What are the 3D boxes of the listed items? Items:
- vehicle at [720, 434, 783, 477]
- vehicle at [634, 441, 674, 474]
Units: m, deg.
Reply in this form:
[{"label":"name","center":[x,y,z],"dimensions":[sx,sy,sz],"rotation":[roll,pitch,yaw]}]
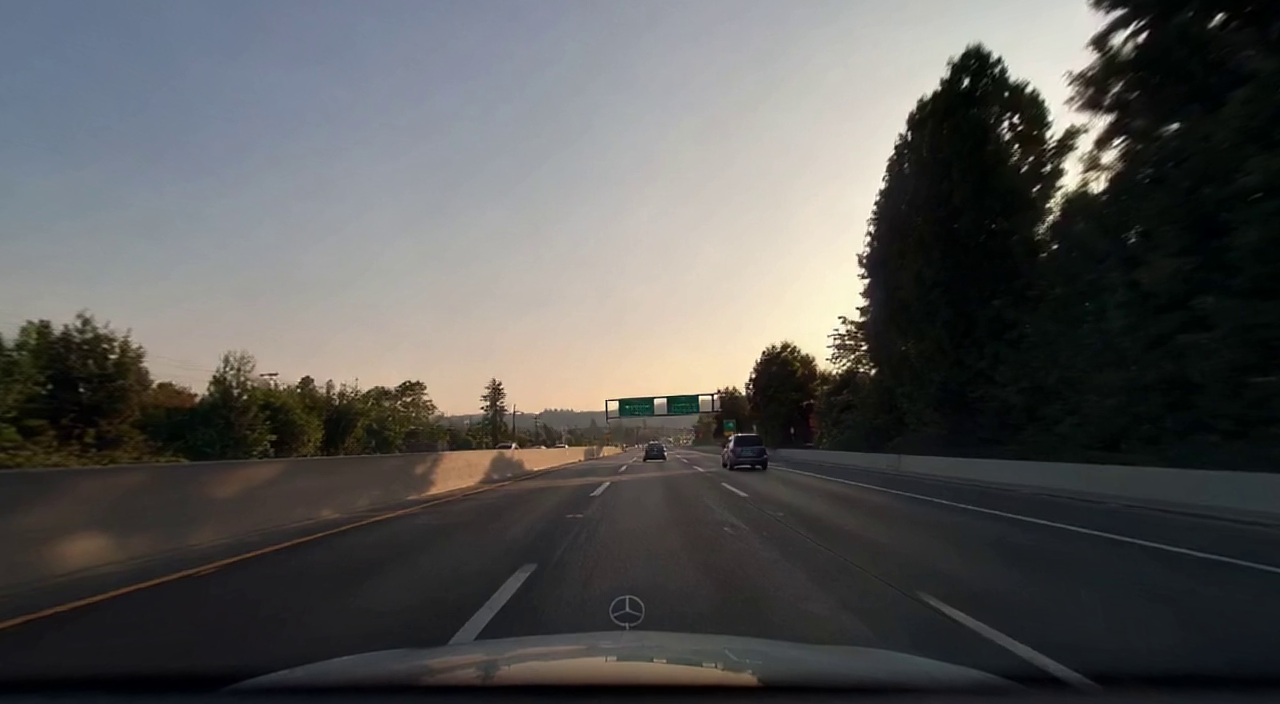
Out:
[{"label":"vehicle","center":[4.309,4.057,24.941],"dimensions":[1.770,1.566,4.282],"rotation":[0,-8,0]},{"label":"vehicle","center":[0.615,4.725,28.424],"dimensions":[1.683,1.400,3.868],"rotation":[0,-8,1]}]
